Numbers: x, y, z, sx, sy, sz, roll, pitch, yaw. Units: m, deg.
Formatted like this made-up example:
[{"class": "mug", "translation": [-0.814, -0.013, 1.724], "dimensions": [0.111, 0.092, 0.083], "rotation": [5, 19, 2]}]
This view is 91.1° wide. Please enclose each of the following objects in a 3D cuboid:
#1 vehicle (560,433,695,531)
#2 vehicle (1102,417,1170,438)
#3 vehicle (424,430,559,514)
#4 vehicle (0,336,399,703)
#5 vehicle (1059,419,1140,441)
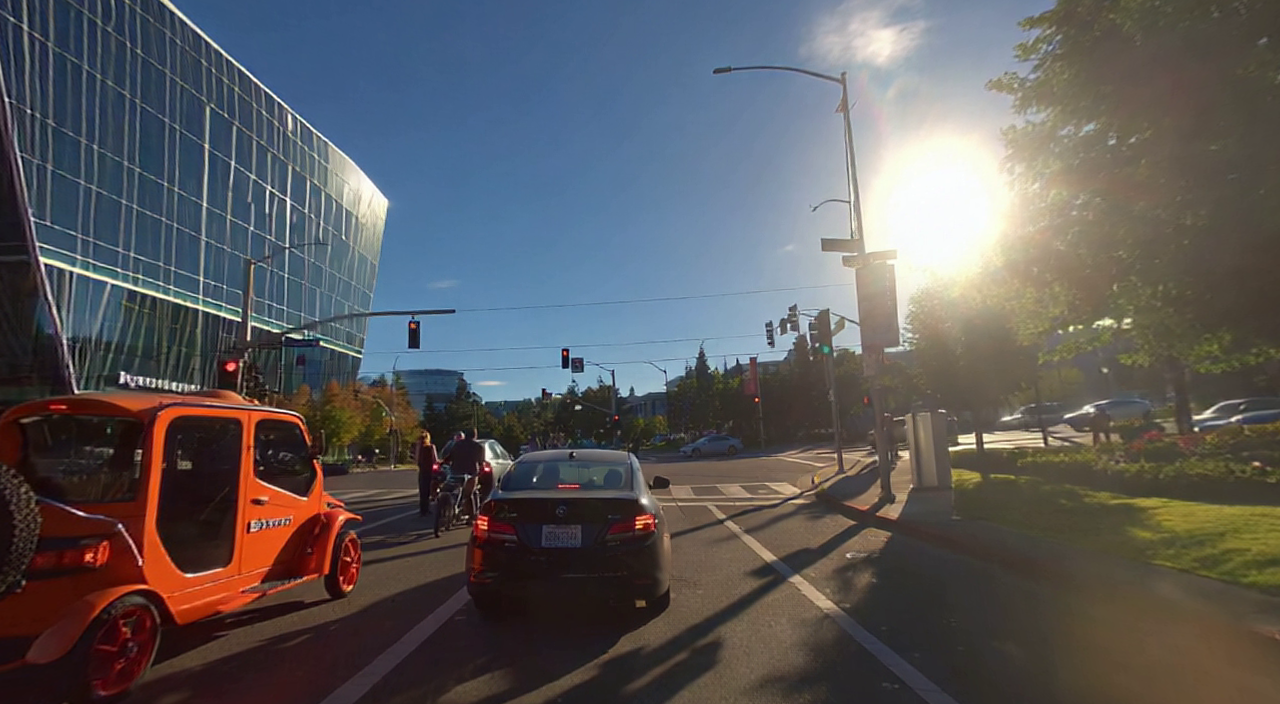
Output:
[{"class": "vehicle", "translation": [-0.162, 2.258, 11.524], "dimensions": [2.025, 1.458, 4.085], "rotation": [0, -8, 1]}, {"class": "vehicle", "translation": [36.764, 5.603, 46.560], "dimensions": [1.625, 1.449, 3.557], "rotation": [6, -11, -38]}, {"class": "vehicle", "translation": [-3.179, 2.660, 14.374], "dimensions": [1.935, 1.615, 4.073], "rotation": [-1, -8, 2]}, {"class": "vehicle", "translation": [-3.606, 1.131, 4.447], "dimensions": [2.000, 1.809, 4.405], "rotation": [0, -8, 0]}, {"class": "vehicle", "translation": [30.737, 5.269, 42.088], "dimensions": [1.751, 1.420, 4.027], "rotation": [8, -12, -43]}]
